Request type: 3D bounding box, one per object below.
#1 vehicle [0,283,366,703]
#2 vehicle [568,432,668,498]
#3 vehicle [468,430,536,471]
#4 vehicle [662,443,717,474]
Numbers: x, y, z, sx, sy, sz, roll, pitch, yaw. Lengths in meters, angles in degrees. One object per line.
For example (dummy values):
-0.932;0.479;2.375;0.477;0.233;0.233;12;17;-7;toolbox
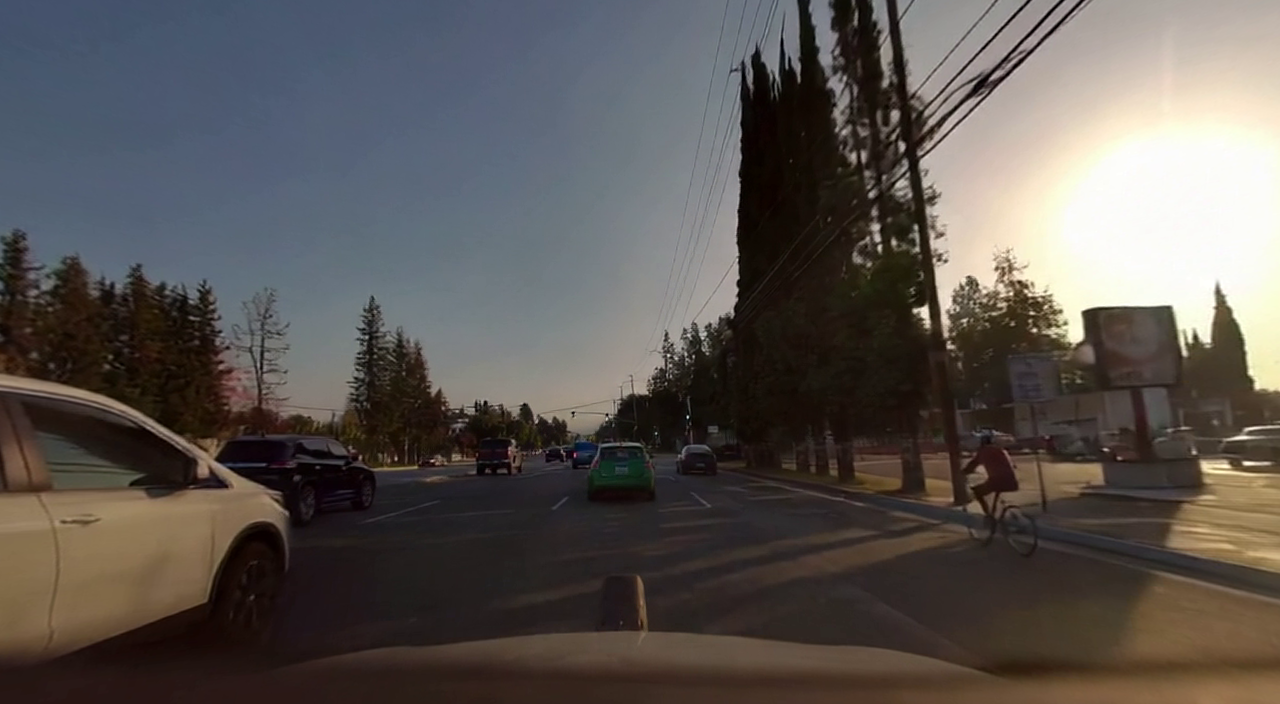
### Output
-3.097;0.673;2.586;1.922;1.642;4.547;0;-8;-1;vehicle
-0.497;2.797;16.004;2.189;1.437;4.135;0;-8;0;vehicle
-7.042;5.115;32.874;2.385;1.918;5.056;0;-8;0;vehicle
2.219;4.943;29.521;2.065;1.302;4.416;0;-8;-2;vehicle
